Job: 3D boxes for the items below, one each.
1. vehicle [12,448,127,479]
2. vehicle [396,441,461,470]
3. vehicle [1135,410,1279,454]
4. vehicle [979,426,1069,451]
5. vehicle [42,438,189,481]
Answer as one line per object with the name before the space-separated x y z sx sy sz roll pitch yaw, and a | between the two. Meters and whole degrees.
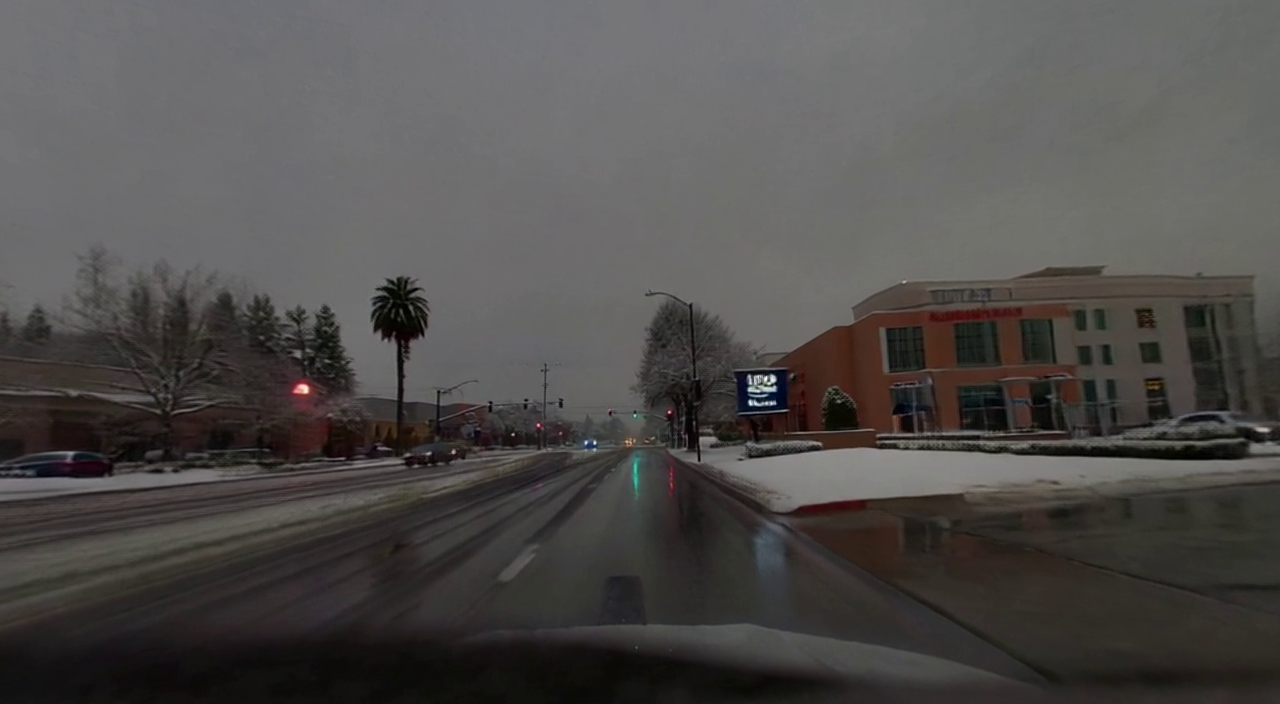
vehicle | -29.803 5.821 32.873 4.133 1.501 1.876 0 -8 0
vehicle | -12.050 5.911 36.148 2.078 1.532 4.627 0 -8 1
vehicle | 25.079 3.497 27.372 5.117 1.813 2.052 0 -8 0
vehicle | 25.339 5.714 41.515 4.649 1.611 1.945 0 -8 -1
vehicle | -29.727 6.080 35.732 6.383 1.887 2.223 -4 -9 0
